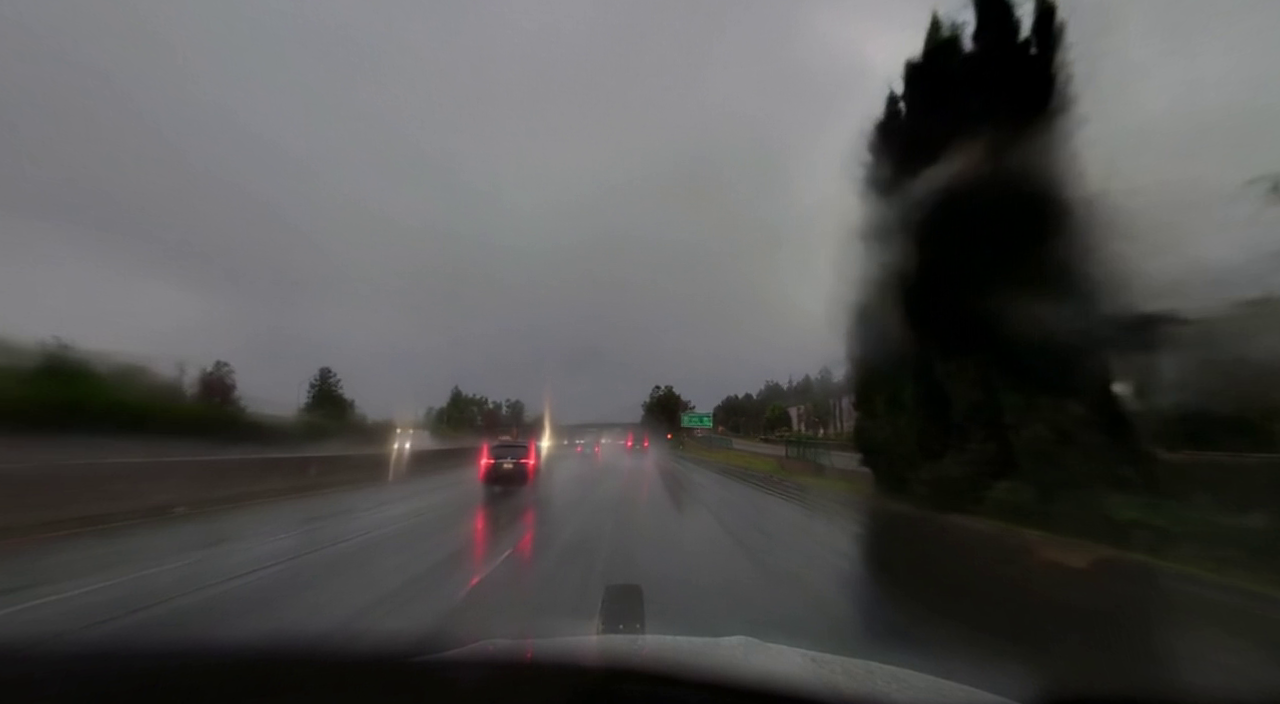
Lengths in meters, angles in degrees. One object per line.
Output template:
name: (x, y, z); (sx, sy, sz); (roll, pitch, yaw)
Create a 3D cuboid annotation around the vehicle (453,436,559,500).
vehicle: (-3.373, 3.009, 16.780); (1.920, 1.463, 4.134); (0, -9, 0)
